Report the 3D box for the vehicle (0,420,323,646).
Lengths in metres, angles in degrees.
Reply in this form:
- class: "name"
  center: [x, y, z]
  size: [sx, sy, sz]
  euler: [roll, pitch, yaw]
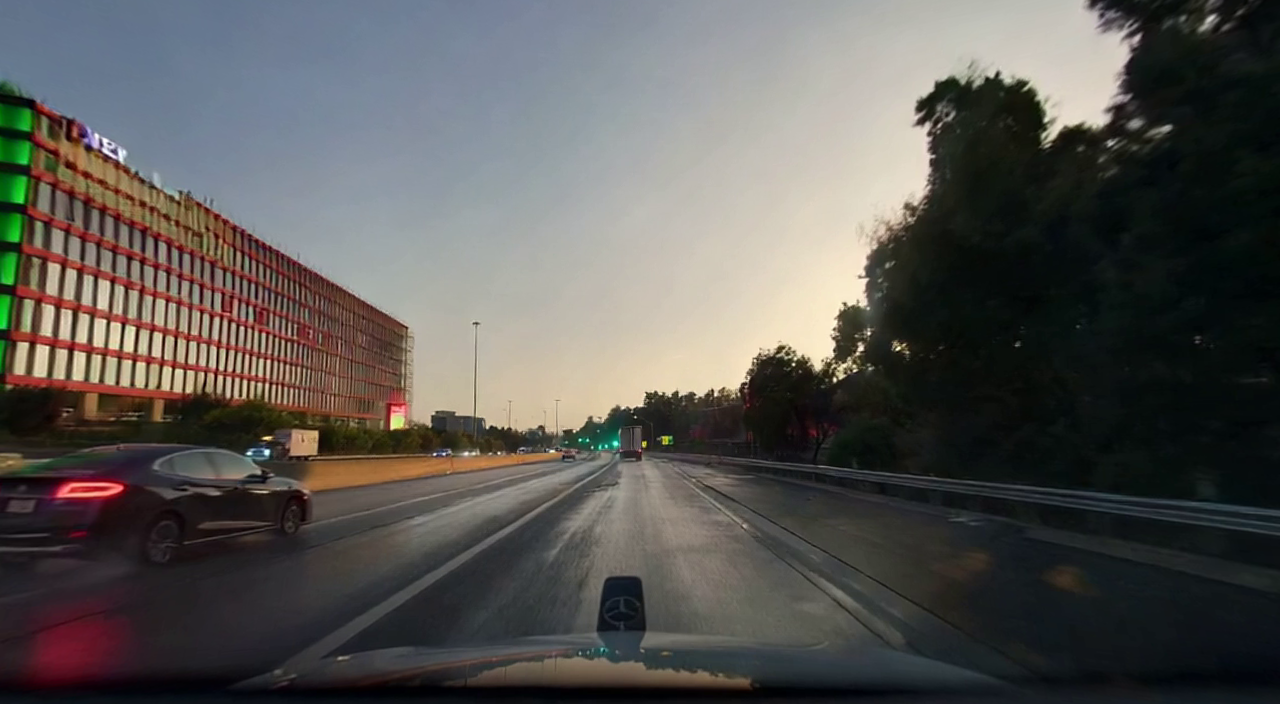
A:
- class: "vehicle"
  center: [-5.277, 1.542, 6.336]
  size: [1.943, 1.510, 4.201]
  euler: [0, -9, 1]
